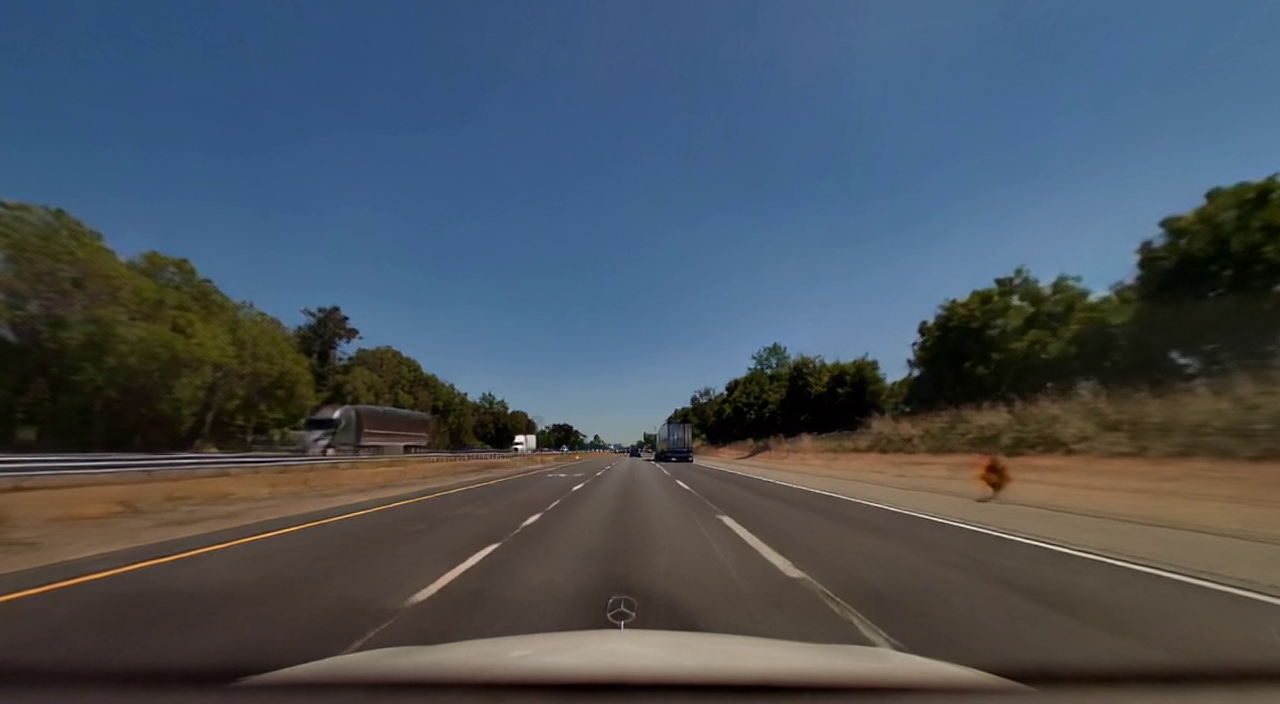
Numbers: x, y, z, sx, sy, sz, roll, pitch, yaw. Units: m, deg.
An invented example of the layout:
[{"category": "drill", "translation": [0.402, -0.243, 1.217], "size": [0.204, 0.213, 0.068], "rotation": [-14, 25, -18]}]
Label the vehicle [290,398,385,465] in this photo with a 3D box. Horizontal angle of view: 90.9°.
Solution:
[{"category": "vehicle", "translation": [-20.143, 5.452, 42.469], "size": [3.050, 4.121, 6.527], "rotation": [0, -9, -1]}]
